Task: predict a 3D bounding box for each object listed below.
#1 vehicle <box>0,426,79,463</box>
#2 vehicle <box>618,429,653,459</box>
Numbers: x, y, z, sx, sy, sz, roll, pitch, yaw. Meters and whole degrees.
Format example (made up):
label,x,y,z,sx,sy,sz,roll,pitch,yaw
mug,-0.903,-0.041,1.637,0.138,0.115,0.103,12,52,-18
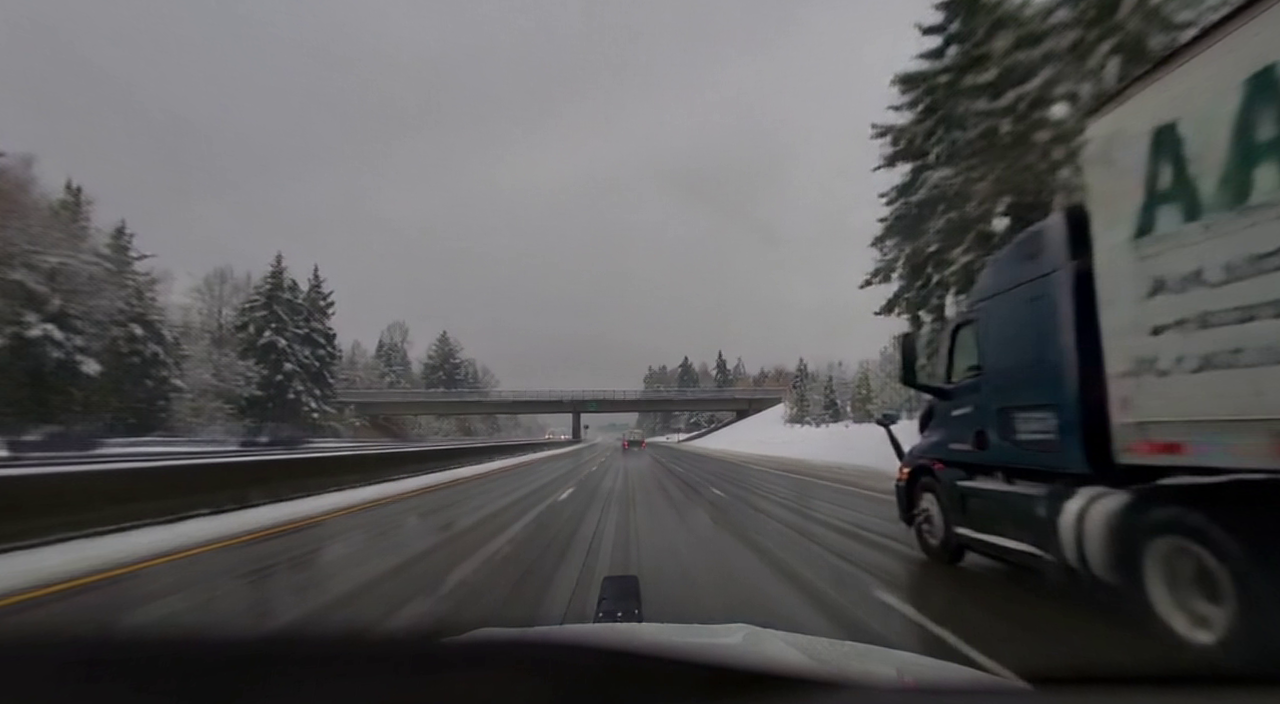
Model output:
label,x,y,z,sx,sy,sz,roll,pitch,yaw
vehicle,-26.174,3.860,26.370,1.717,1.460,3.939,0,-8,-1
vehicle,-0.349,6.213,42.553,2.277,1.913,4.510,0,-8,-2
